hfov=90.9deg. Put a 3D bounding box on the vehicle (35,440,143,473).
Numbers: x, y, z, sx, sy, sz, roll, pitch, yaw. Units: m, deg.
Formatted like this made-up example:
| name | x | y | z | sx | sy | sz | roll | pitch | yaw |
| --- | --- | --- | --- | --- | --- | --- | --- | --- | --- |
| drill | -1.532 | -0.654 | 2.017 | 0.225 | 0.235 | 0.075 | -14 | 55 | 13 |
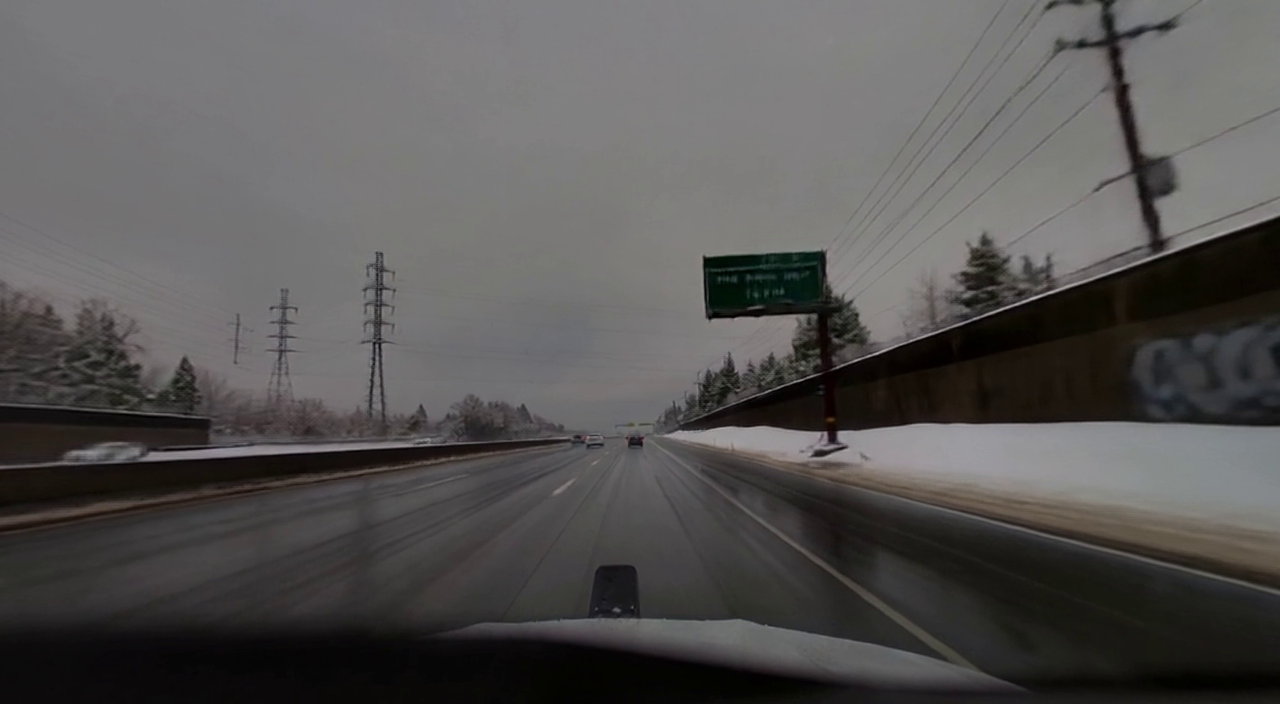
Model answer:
| name | x | y | z | sx | sy | sz | roll | pitch | yaw |
| --- | --- | --- | --- | --- | --- | --- | --- | --- | --- |
| vehicle | -27.910 | 5.276 | 32.106 | 1.832 | 1.541 | 4.111 | 1 | -7 | -2 |
